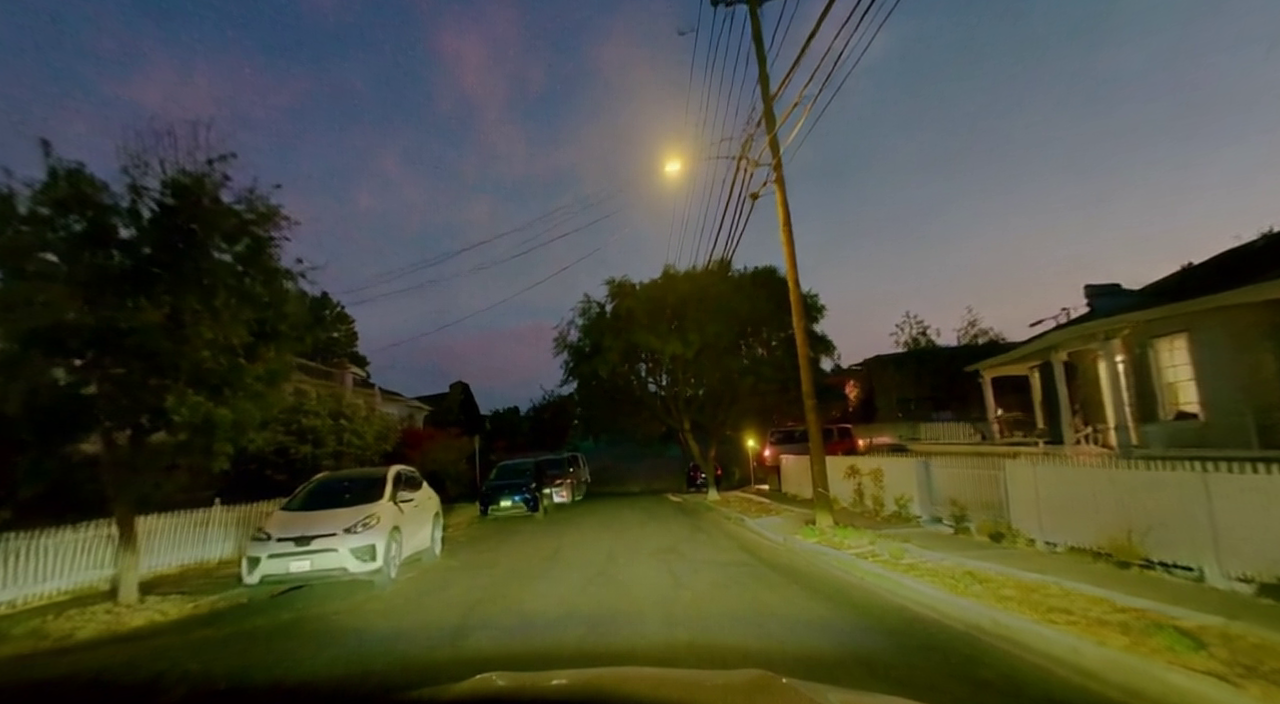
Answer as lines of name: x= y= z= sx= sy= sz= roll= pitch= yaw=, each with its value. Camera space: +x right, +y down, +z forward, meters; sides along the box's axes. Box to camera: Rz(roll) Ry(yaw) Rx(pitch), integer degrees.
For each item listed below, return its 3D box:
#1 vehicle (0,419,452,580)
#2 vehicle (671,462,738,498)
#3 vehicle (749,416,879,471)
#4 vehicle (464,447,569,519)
vehicle: x=-4.983 y=1.808 z=7.782 sx=4.537 sy=1.595 sz=2.471 roll=1 pitch=-13 yaw=-2
vehicle: x=3.136 y=6.187 z=30.739 sx=3.005 sy=1.535 sz=4.025 roll=-1 pitch=-9 yaw=6
vehicle: x=6.421 y=3.419 z=23.717 sx=4.249 sy=1.905 sz=1.904 roll=0 pitch=-8 yaw=-3
vehicle: x=-3.067 y=3.336 z=16.761 sx=2.081 sy=1.589 sz=4.691 roll=0 pitch=-9 yaw=-3
